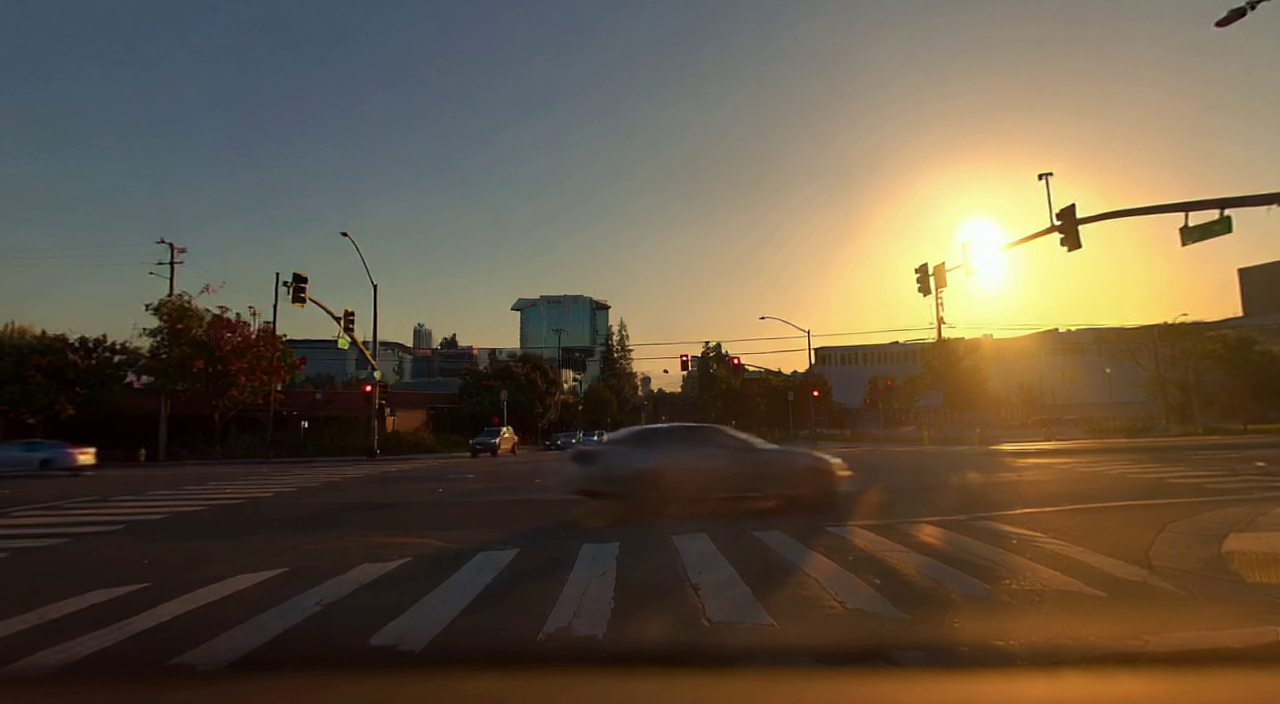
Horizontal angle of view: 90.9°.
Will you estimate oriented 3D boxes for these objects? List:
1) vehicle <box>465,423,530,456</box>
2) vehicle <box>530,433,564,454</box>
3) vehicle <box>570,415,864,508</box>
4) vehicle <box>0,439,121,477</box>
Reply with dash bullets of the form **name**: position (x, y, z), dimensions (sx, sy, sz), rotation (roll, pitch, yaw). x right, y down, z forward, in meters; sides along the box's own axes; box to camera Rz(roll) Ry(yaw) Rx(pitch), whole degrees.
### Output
- **vehicle**: position (-8.659, 5.436, 38.817), dimensions (2.000, 1.864, 5.044), rotation (-2, -9, 10)
- **vehicle**: position (-7.259, 7.194, 49.513), dimensions (2.054, 1.536, 3.927), rotation (0, -9, -1)
- **vehicle**: position (1.360, 2.097, 12.387), dimensions (5.300, 1.584, 2.142), rotation (1, -9, -9)
- **vehicle**: position (-23.745, 4.166, 24.917), dimensions (4.510, 1.431, 1.884), rotation (2, -9, -11)
